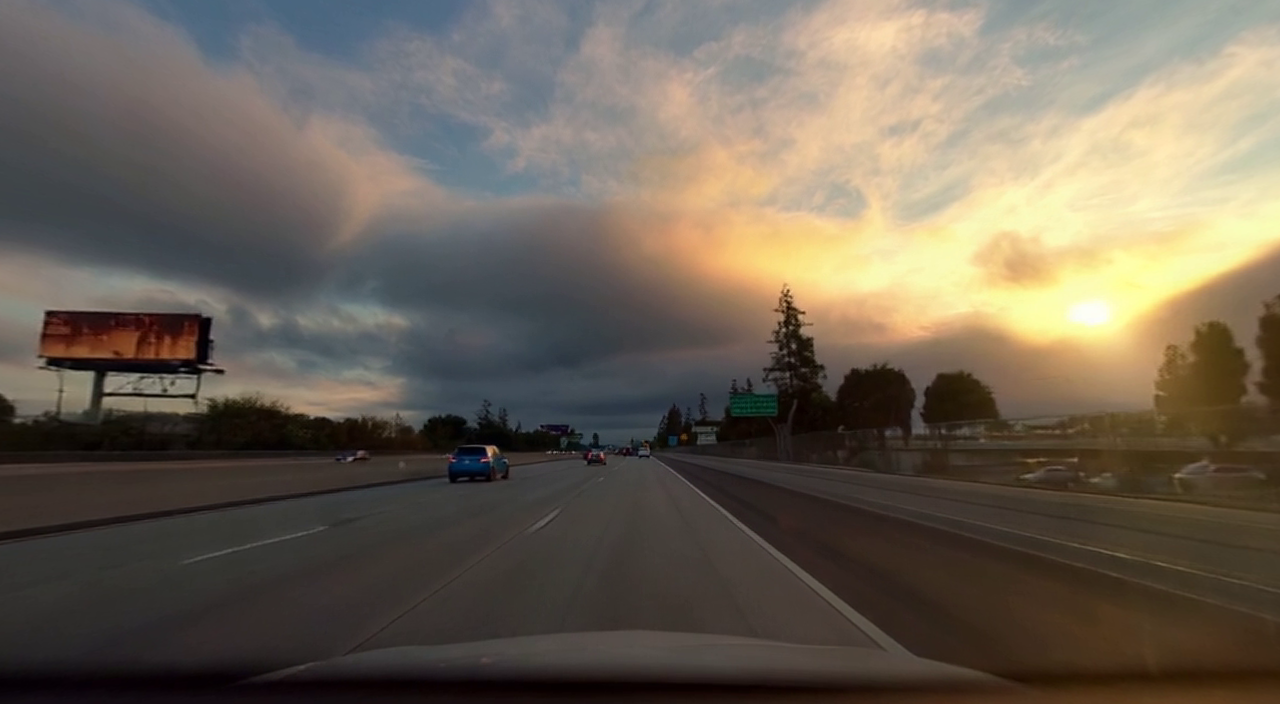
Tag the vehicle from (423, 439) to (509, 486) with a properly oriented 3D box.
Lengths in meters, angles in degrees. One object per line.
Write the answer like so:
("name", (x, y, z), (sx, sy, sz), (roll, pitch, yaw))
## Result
("vehicle", (-6.920, 4.443, 25.648), (2.055, 1.683, 4.804), (0, -9, 1))
